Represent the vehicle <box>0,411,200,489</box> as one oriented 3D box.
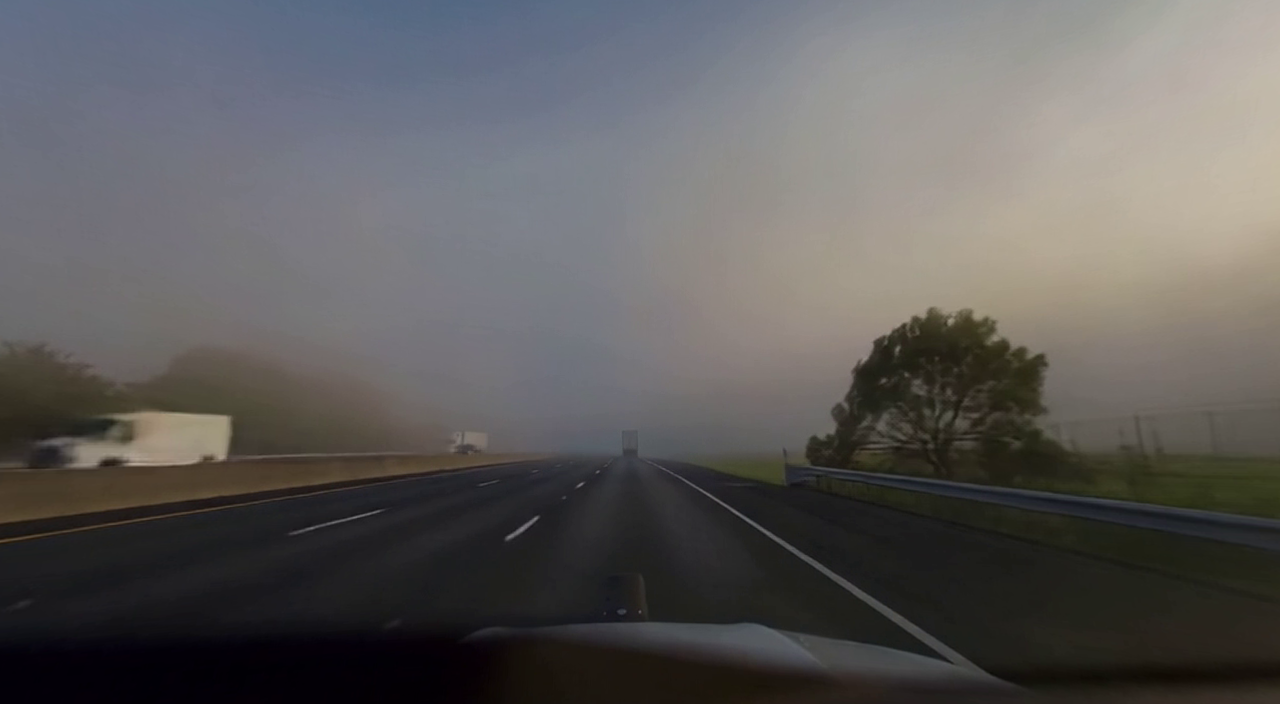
[{"bbox_3d":[-16.354,2.966,19.127,2.309,2.024,5.176,0,-9,-1],"label":"vehicle"}]
